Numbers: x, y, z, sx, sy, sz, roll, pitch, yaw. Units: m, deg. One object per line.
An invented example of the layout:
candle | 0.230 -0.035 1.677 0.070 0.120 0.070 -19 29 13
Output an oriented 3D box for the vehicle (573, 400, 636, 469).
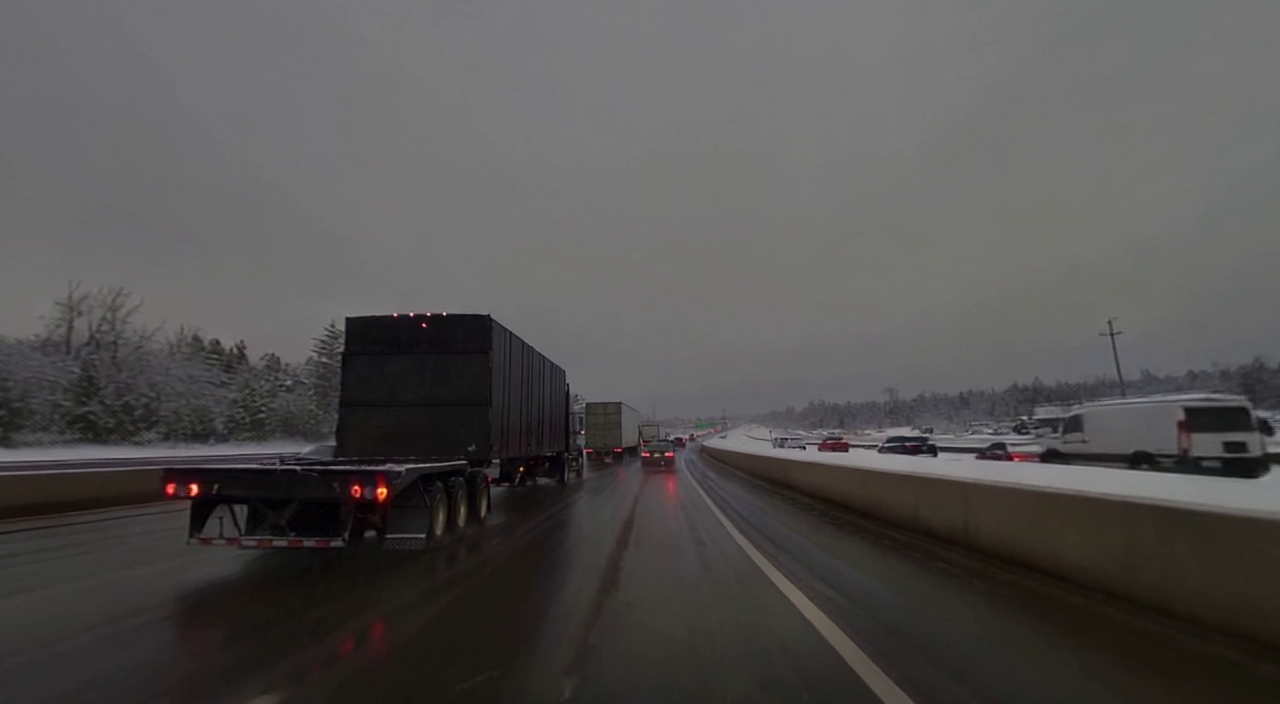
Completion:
vehicle | -2.079 5.492 41.240 3.073 3.894 9.782 -1 -9 3

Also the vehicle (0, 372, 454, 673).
vehicle | -3.620 1.247 5.535 2.896 1.779 3.441 0 -8 0

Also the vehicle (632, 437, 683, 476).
vehicle | 0.835 4.742 28.777 2.178 1.640 4.071 -1 -9 3

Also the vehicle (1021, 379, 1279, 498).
vehicle | 13.947 2.413 17.344 2.679 2.597 7.126 -1 -9 3
